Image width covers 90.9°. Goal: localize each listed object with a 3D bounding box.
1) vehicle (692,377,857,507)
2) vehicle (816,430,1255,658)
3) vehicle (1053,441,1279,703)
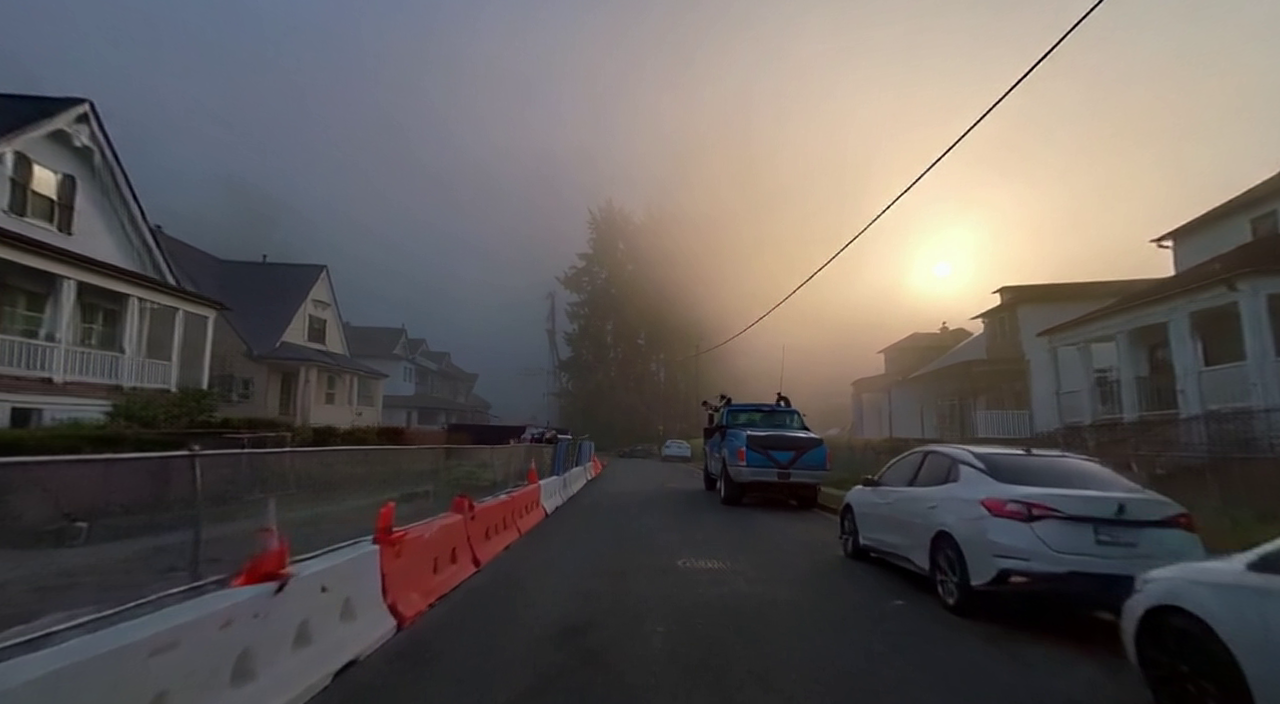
[{"bbox_3d":[3.164,2.355,16.784,2.879,2.801,6.142,0,-8,-1],"label":"vehicle"},{"bbox_3d":[3.252,1.577,6.284,1.821,1.530,3.846,0,-8,-1],"label":"vehicle"},{"bbox_3d":[3.414,0.967,1.630,1.805,1.436,4.201,0,-8,0],"label":"vehicle"}]
